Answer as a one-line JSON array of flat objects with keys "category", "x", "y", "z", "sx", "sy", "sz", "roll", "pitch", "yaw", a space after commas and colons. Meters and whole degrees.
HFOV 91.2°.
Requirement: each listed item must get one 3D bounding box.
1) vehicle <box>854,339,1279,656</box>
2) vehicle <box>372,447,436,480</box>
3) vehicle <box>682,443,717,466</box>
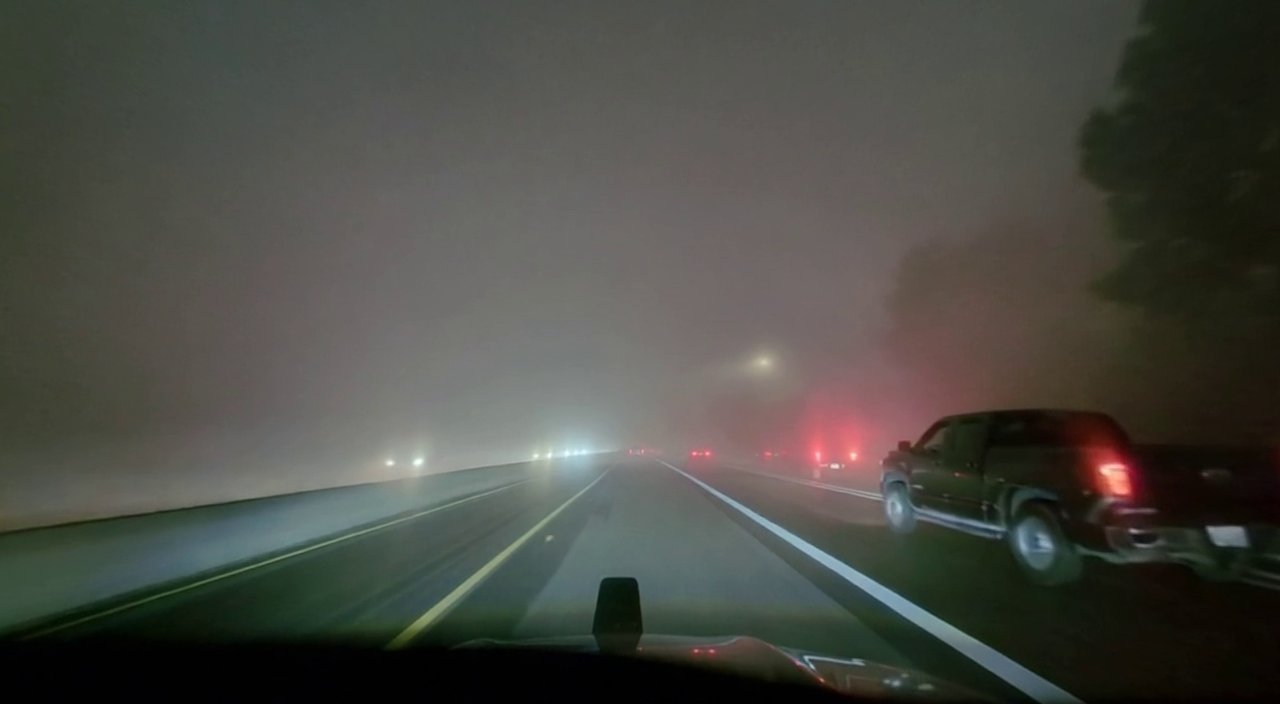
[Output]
[{"category": "vehicle", "x": 4.216, "y": 1.264, "z": 6.467, "sx": 2.177, "sy": 1.914, "sz": 5.245, "roll": 0, "pitch": -9, "yaw": 0}, {"category": "vehicle", "x": -13.152, "y": 6.209, "z": 35.226, "sx": 1.949, "sy": 1.689, "sz": 4.243, "roll": 0, "pitch": -9, "yaw": 0}, {"category": "vehicle", "x": 4.017, "y": 6.983, "z": 42.662, "sx": 1.917, "sy": 1.488, "sz": 3.693, "roll": 0, "pitch": -9, "yaw": -1}]
